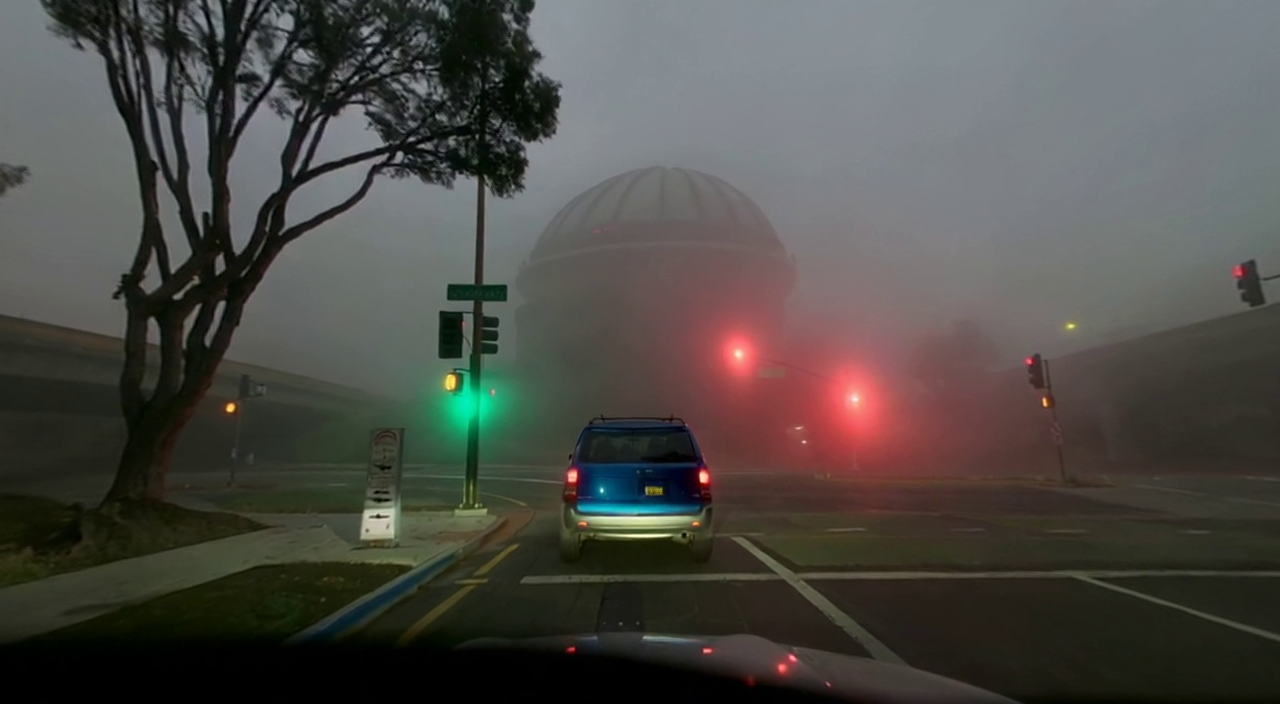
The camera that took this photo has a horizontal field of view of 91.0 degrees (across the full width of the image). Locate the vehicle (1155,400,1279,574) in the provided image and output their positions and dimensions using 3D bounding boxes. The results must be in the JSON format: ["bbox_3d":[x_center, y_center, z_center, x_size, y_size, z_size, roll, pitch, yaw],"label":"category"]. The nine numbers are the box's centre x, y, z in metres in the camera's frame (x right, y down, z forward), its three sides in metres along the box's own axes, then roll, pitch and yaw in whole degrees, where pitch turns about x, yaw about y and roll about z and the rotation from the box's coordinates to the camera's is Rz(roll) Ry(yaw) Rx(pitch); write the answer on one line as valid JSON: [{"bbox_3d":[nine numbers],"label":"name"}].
[{"bbox_3d":[7.598,1.268,5.642,2.055,1.776,4.646,0,-9,1],"label":"vehicle"}]

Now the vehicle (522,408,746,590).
[{"bbox_3d":[-0.046,1.589,7.525,1.976,1.584,3.772,0,-9,0],"label":"vehicle"}]
